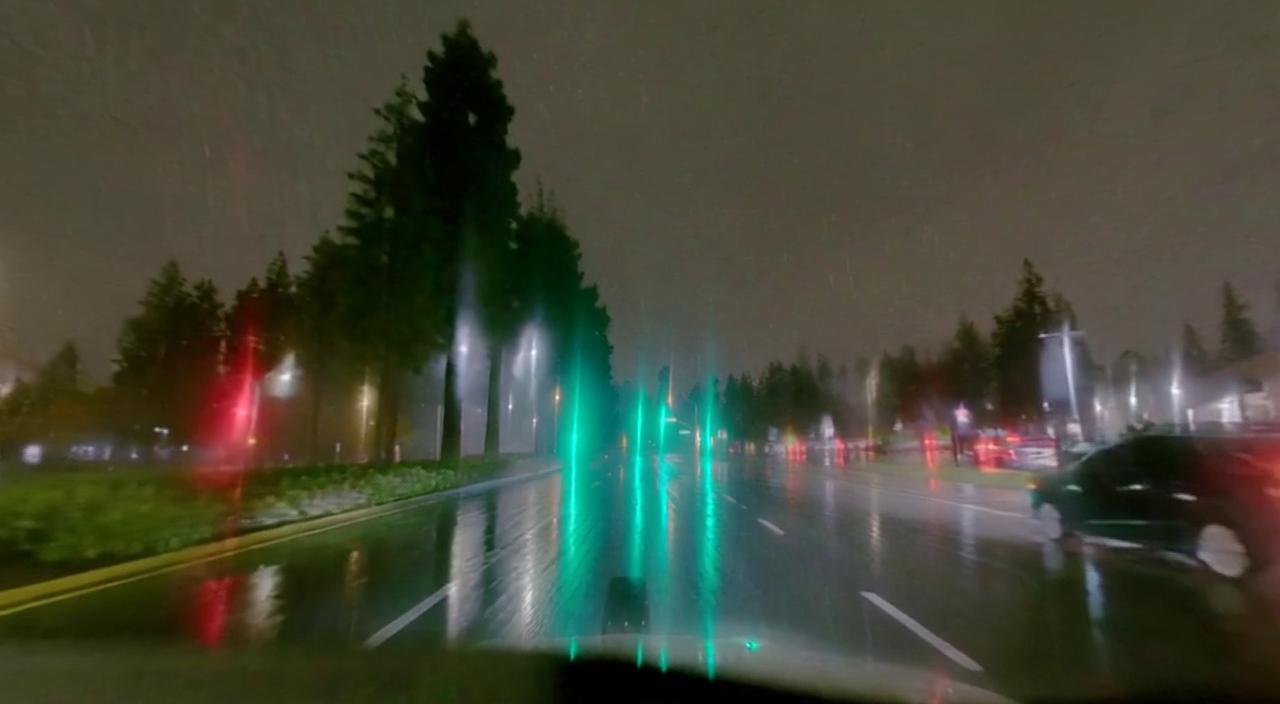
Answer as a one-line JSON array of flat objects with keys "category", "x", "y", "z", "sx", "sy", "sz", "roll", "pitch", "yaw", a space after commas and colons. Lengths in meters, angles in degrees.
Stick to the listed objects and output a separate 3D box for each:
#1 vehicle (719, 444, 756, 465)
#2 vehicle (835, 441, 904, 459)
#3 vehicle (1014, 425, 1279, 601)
[{"category": "vehicle", "x": 7.284, "y": 7.661, "z": 47.328, "sx": 2.054, "sy": 1.530, "sz": 4.478, "roll": 0, "pitch": -8, "yaw": 0}, {"category": "vehicle", "x": 16.703, "y": 7.157, "z": 45.966, "sx": 4.272, "sy": 1.227, "sz": 1.926, "roll": -1, "pitch": -8, "yaw": 0}, {"category": "vehicle", "x": 6.970, "y": 1.718, "z": 7.444, "sx": 2.122, "sy": 1.602, "sz": 4.928, "roll": 0, "pitch": -8, "yaw": 1}]
